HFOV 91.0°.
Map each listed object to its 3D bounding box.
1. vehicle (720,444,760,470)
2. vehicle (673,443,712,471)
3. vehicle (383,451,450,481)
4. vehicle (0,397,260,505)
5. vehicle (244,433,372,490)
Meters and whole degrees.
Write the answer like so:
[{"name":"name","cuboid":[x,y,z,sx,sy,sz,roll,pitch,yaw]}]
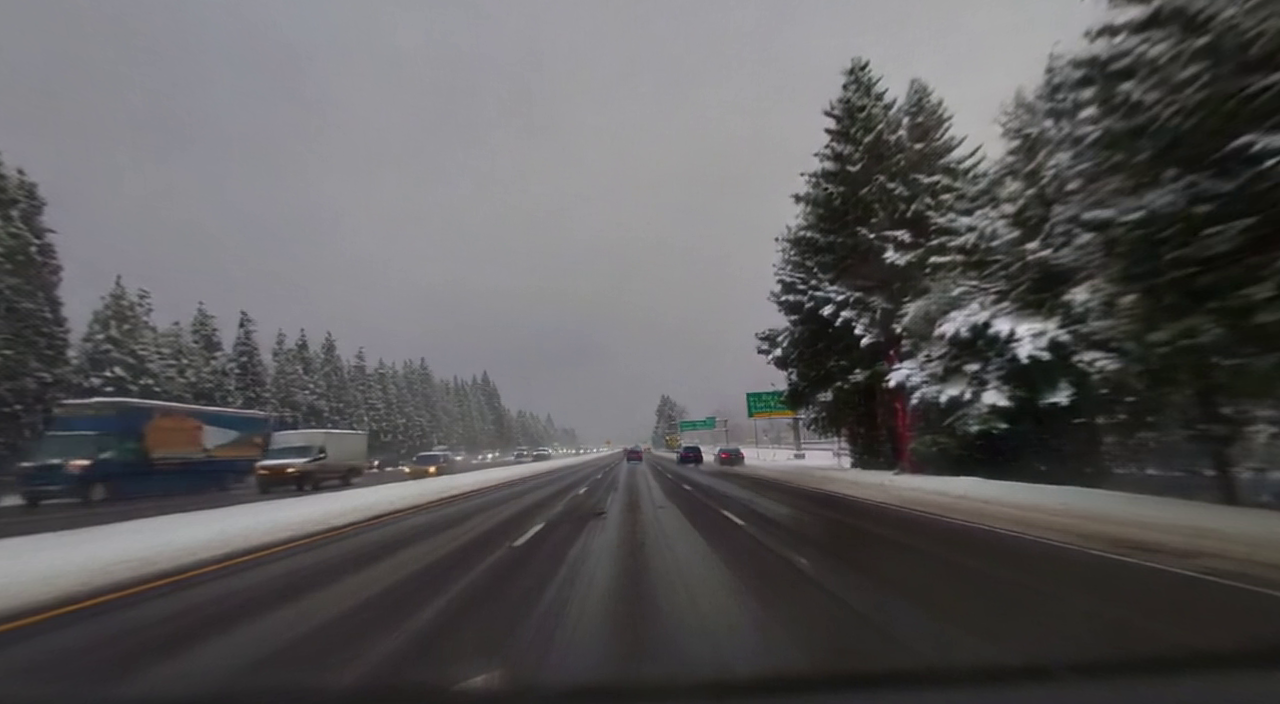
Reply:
[{"name":"vehicle","cuboid":[6.807,7.161,43.098,1.902,1.623,4.360,0,-8,-2]},{"name":"vehicle","cuboid":[3.329,6.719,40.632,2.035,1.704,3.867,0,-8,-2]},{"name":"vehicle","cuboid":[-12.045,6.152,34.233,1.980,1.494,4.511,0,-8,0]},{"name":"vehicle","cuboid":[-19.625,3.915,25.301,3.038,3.554,8.784,0,-8,0]},{"name":"vehicle","cuboid":[-15.872,5.248,30.670,2.780,2.467,6.067,0,-8,1]}]
